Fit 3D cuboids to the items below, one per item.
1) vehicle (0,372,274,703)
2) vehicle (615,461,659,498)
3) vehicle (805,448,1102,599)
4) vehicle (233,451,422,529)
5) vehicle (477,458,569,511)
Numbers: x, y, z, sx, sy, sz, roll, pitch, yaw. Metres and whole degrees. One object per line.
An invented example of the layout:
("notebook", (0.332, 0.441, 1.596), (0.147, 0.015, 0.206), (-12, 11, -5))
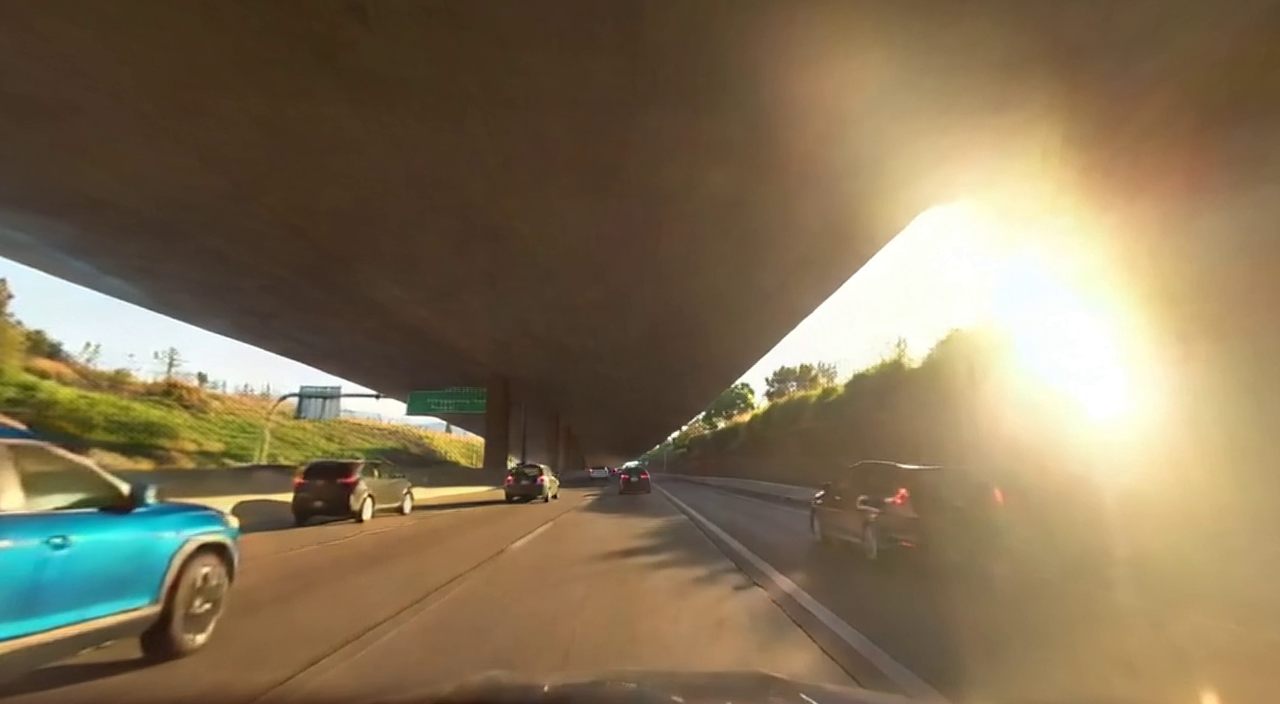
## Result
("vehicle", (-3.955, 0.908, 2.700), (2.069, 1.699, 4.452), (1, -11, -1))
("vehicle", (-0.145, 6.106, 30.251), (1.992, 1.601, 3.762), (1, -11, 0))
("vehicle", (3.869, 2.203, 8.773), (1.992, 1.557, 4.017), (1, -11, -1))
("vehicle", (-7.238, 3.263, 15.326), (2.142, 1.545, 4.708), (1, -11, 0))
("vehicle", (-3.753, 4.388, 21.180), (2.102, 1.521, 4.687), (1, -11, 1))
